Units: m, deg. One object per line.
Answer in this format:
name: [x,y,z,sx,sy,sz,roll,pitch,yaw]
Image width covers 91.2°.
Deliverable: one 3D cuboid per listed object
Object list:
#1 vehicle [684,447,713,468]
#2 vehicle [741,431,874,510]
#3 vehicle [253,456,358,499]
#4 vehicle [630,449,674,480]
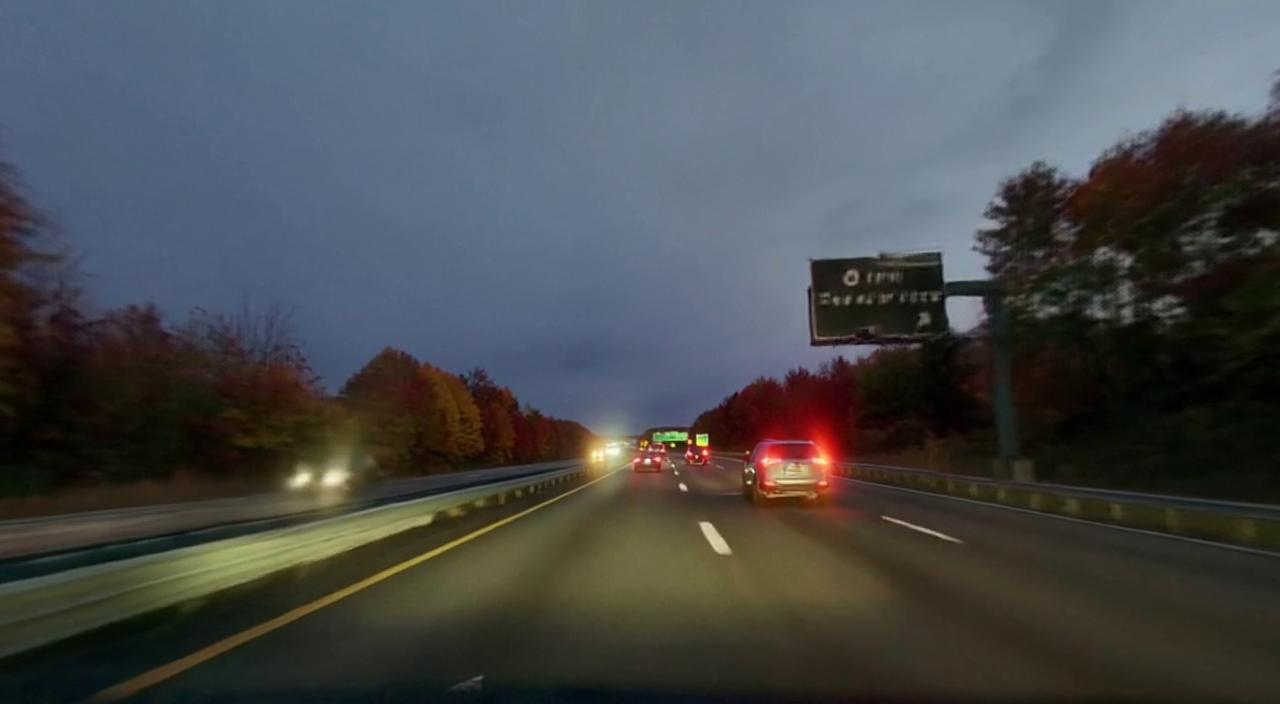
vehicle: [4.536,8.293,49.318,1.959,1.528,4.207,-1,-9,1]
vehicle: [4.071,2.970,16.122,2.250,1.718,4.358,0,-9,1]
vehicle: [-13.671,5.128,25.977,1.886,1.531,4.272,-1,-9,2]
vehicle: [0.617,5.535,31.201,2.037,1.418,3.793,-1,-9,1]
